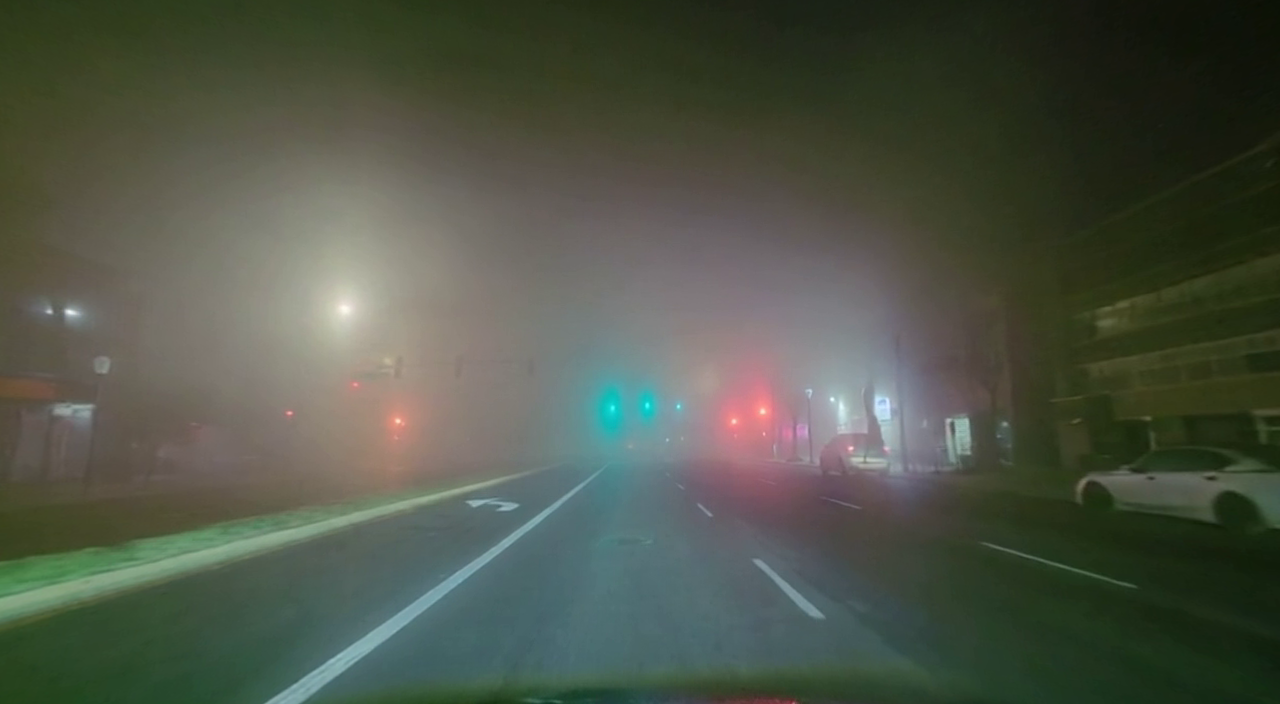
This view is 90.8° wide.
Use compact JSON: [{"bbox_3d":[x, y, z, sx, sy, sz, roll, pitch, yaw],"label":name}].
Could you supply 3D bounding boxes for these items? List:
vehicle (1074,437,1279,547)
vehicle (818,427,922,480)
[{"bbox_3d":[9.613,2.131,10.135,1.945,1.478,4.653,0,-9,-1],"label":"vehicle"},{"bbox_3d":[9.972,4.473,28.074,2.273,2.103,5.788,0,-9,-2],"label":"vehicle"}]
